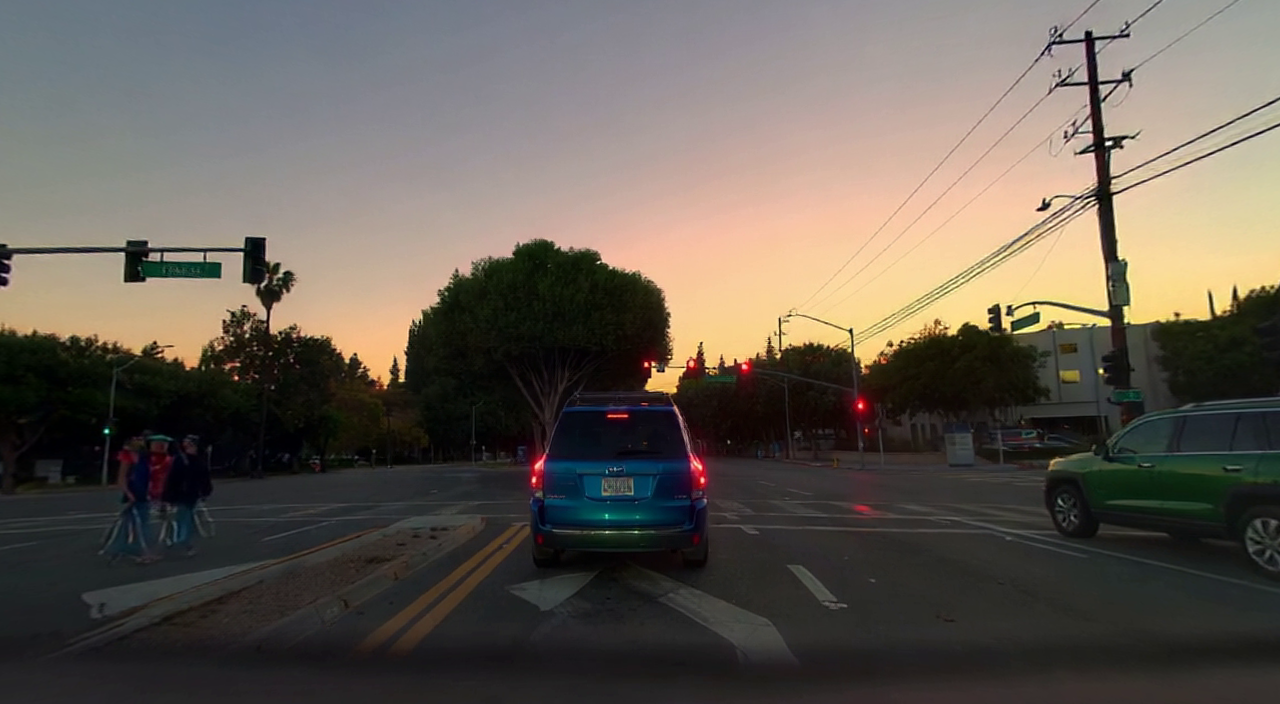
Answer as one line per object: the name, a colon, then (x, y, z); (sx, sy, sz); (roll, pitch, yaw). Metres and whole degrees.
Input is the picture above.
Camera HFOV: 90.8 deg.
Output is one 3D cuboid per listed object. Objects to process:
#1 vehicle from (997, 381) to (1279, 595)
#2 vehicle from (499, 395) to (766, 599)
vehicle: (6.585, 1.439, 7.248); (2.119, 1.827, 4.806); (0, -9, 0)
vehicle: (-0.102, 1.561, 7.637); (2.285, 1.729, 4.252); (0, -9, -1)
